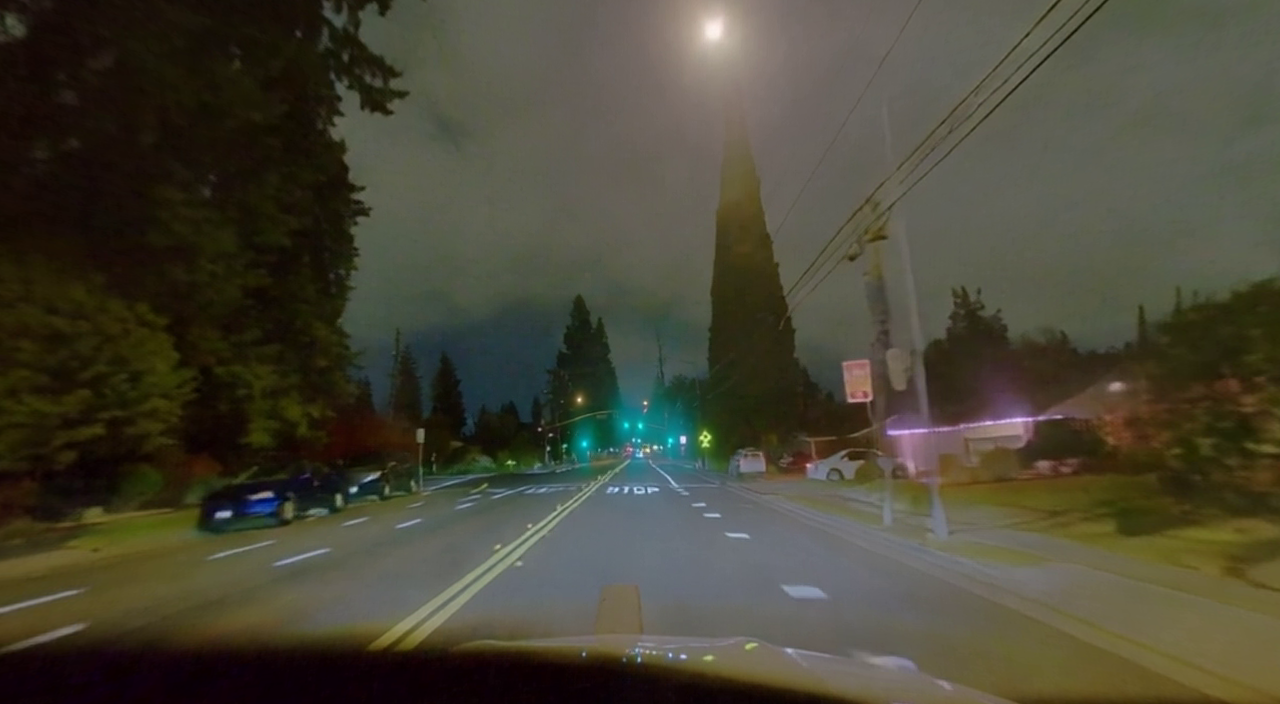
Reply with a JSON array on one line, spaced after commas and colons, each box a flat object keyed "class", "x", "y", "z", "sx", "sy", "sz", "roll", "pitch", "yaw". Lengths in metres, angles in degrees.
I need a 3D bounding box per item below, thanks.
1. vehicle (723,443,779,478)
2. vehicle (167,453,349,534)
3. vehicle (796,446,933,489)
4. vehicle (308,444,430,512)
[{"class": "vehicle", "x": 5.797, "y": 5.717, "z": 33.545, "sx": 2.096, "sy": 1.713, "sz": 4.606, "roll": 0, "pitch": -9, "yaw": -1}, {"class": "vehicle", "x": -9.195, "y": 3.379, "z": 15.659, "sx": 1.998, "sy": 1.684, "sz": 4.180, "roll": 1, "pitch": -9, "yaw": -2}, {"class": "vehicle", "x": 8.148, "y": 4.238, "z": 23.271, "sx": 4.438, "sy": 1.466, "sz": 1.943, "roll": -1, "pitch": -9, "yaw": 10}, {"class": "vehicle", "x": -9.371, "y": 4.335, "z": 22.356, "sx": 2.181, "sy": 1.938, "sz": 4.931, "roll": -2, "pitch": -7, "yaw": 0}]
